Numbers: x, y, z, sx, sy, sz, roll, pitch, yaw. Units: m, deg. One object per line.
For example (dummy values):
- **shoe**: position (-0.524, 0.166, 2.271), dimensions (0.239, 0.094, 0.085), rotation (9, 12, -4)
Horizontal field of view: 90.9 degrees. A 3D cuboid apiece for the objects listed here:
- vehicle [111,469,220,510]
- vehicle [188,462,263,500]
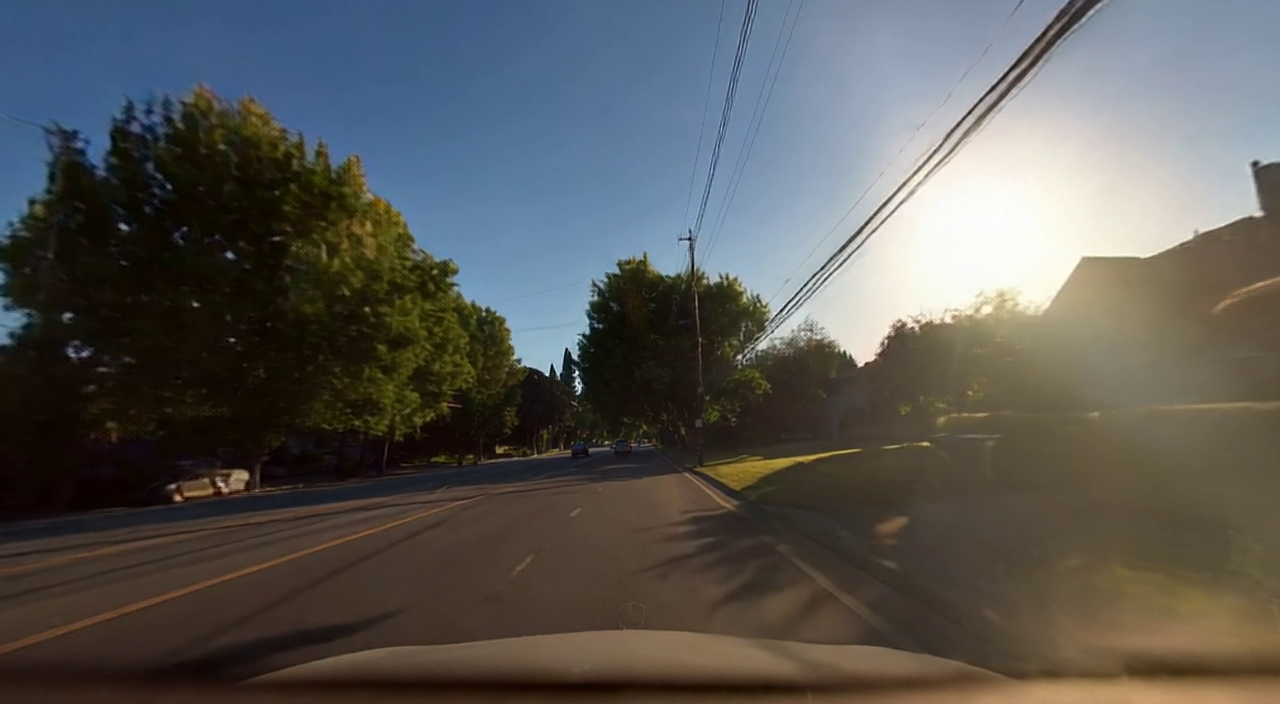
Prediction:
- **vehicle**: position (-21.086, 6.089, 28.272), dimensions (1.854, 1.504, 4.436), rotation (1, -9, -7)
- **vehicle**: position (-22.273, 6.882, 34.074), dimensions (1.891, 1.703, 4.976), rotation (2, -9, -16)
